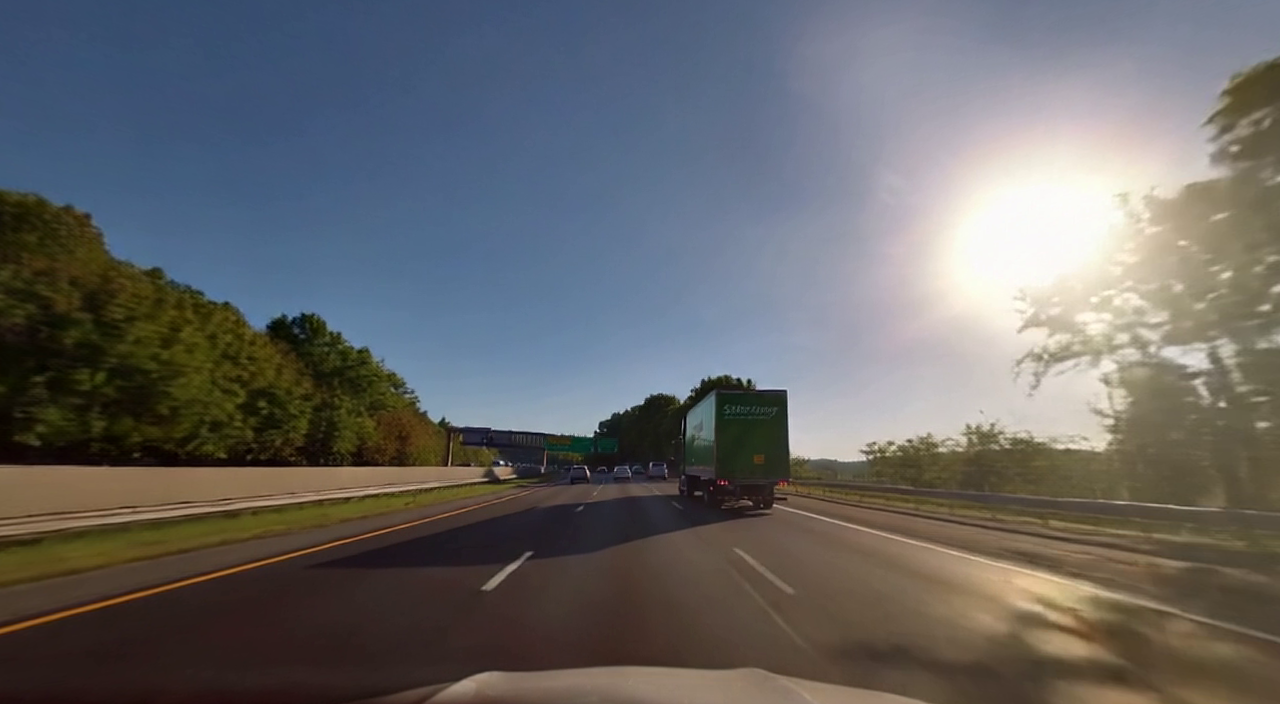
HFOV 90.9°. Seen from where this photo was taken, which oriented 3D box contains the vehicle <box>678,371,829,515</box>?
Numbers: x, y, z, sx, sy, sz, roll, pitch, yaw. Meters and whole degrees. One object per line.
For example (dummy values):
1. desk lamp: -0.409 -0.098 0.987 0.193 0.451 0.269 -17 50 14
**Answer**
1. vehicle: 3.843 4.002 26.041 2.992 4.300 13.967 1 -11 -3
